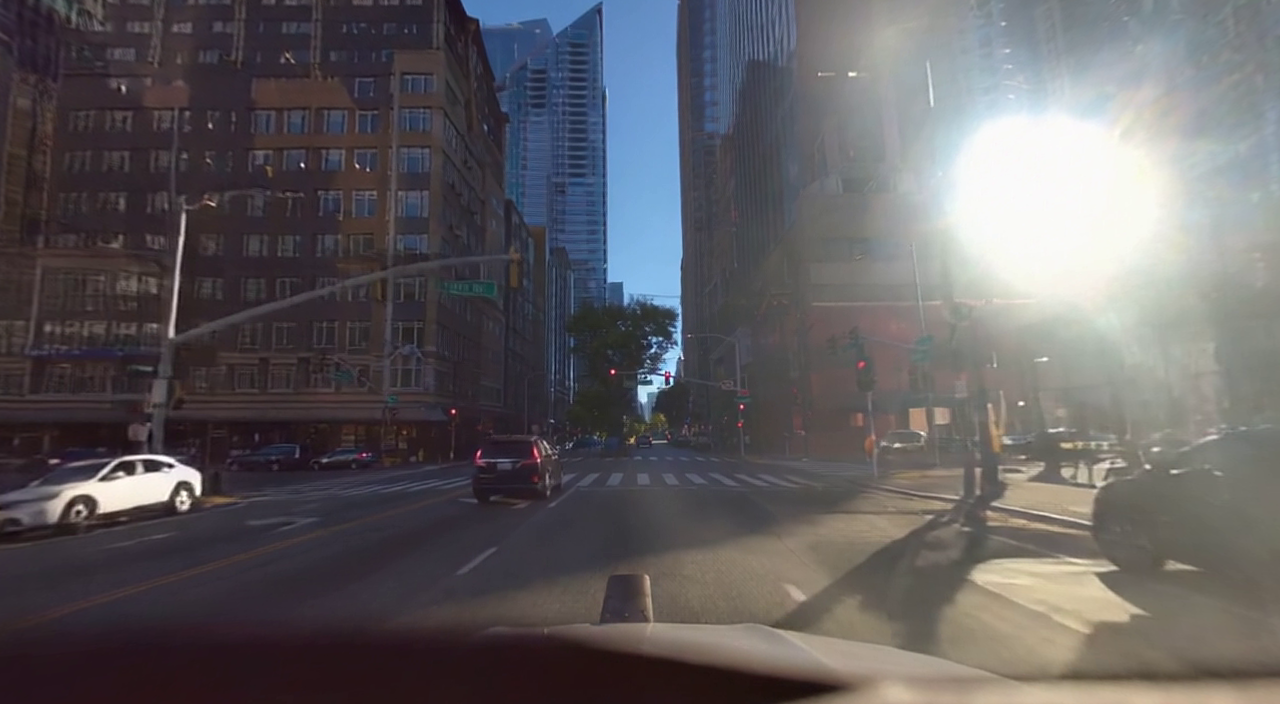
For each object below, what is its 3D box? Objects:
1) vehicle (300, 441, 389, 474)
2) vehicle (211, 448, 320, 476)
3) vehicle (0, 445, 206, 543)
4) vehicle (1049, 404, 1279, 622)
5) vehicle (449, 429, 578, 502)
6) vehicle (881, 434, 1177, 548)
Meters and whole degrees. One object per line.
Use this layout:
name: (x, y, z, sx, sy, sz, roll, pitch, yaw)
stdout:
vehicle: (-21.179, 7.558, 45.339, 5.283, 1.959, 2.453, -3, -7, 0)
vehicle: (-21.383, 6.282, 36.139, 4.791, 1.506, 2.244, 0, -8, 0)
vehicle: (-12.362, 3.104, 14.454, 1.890, 1.781, 4.331, -3, -8, -2)
vehicle: (5.927, 1.287, 5.172, 1.918, 1.674, 4.779, 0, -8, 0)
vehicle: (-2.806, 2.659, 15.267, 2.014, 1.480, 4.780, 0, -8, 2)
vehicle: (5.969, 2.137, 10.541, 1.929, 1.464, 4.494, 0, -8, -3)
